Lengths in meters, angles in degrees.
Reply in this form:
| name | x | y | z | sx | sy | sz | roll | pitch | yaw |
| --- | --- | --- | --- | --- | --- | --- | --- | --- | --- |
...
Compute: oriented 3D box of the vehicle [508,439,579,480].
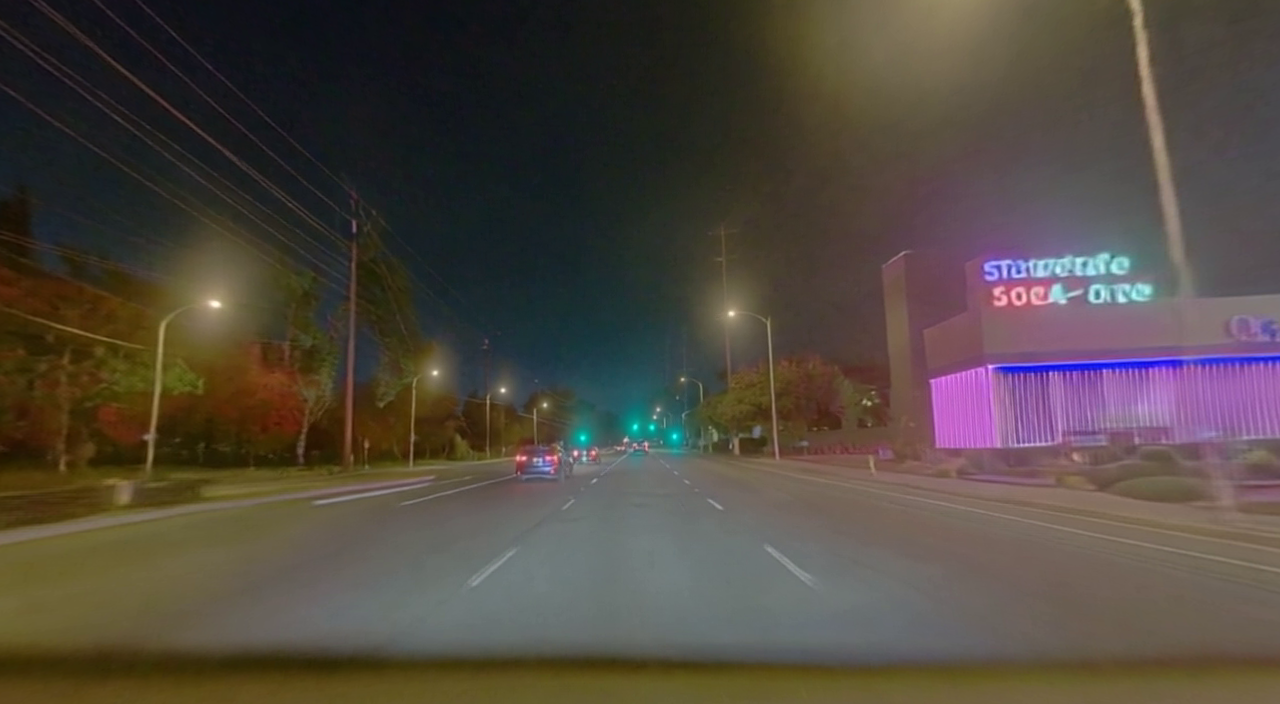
| name | x | y | z | sx | sy | sz | roll | pitch | yaw |
| --- | --- | --- | --- | --- | --- | --- | --- | --- | --- |
| vehicle | -3.694 | 4.205 | 24.886 | 2.076 | 1.444 | 4.328 | 0 | -8 | 0 |
